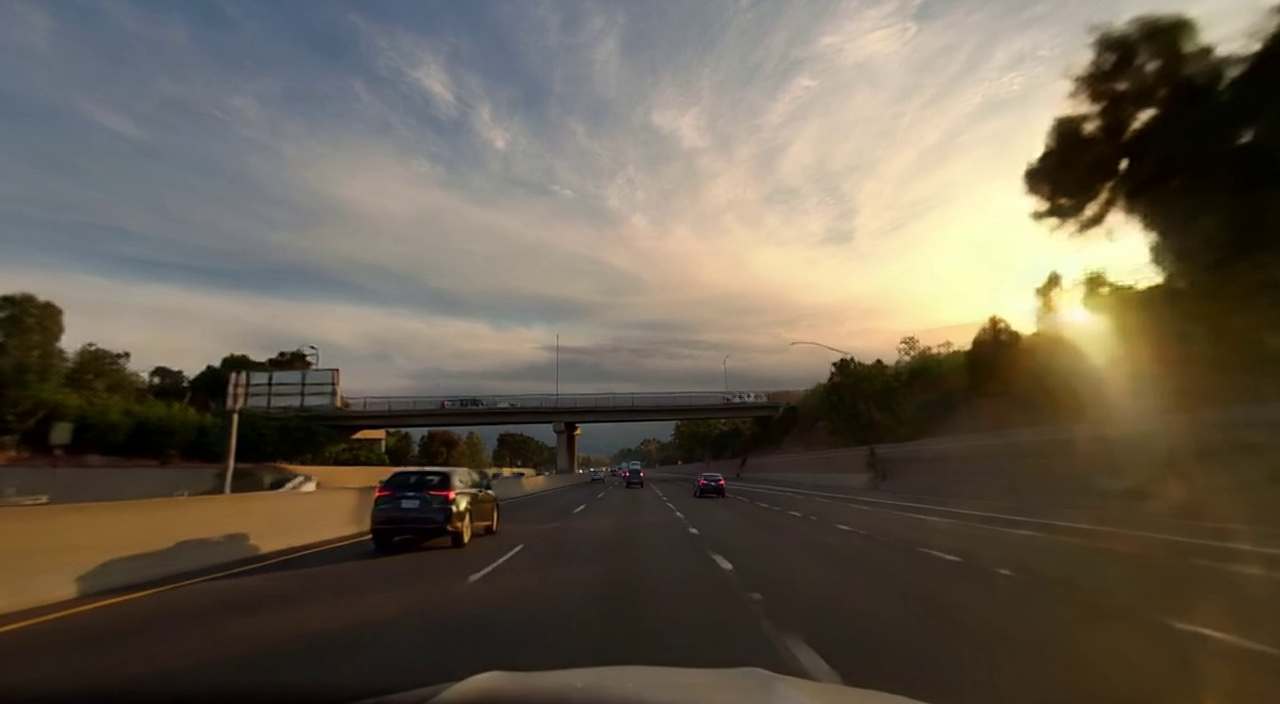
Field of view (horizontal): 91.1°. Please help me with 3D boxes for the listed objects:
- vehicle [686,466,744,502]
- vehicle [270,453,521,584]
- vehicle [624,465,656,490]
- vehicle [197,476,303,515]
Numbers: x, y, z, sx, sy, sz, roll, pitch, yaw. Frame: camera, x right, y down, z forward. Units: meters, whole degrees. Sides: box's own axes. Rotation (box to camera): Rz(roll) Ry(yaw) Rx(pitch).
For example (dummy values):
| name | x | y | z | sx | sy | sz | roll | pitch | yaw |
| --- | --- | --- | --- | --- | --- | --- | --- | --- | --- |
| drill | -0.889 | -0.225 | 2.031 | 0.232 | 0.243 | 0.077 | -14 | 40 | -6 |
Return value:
| name | x | y | z | sx | sy | sz | roll | pitch | yaw |
| --- | --- | --- | --- | --- | --- | --- | --- | --- | --- |
| vehicle | 3.437 | 6.160 | 29.487 | 2.092 | 1.518 | 4.348 | 1 | -11 | -1 |
| vehicle | -3.351 | 2.405 | 9.751 | 2.099 | 1.516 | 4.308 | 1 | -11 | 0 |
| vehicle | 0.014 | 9.073 | 45.513 | 2.181 | 1.698 | 4.056 | 1 | -11 | 0 |
| vehicle | -16.658 | 6.114 | 27.101 | 1.835 | 1.442 | 4.120 | 1 | -11 | 0 |
